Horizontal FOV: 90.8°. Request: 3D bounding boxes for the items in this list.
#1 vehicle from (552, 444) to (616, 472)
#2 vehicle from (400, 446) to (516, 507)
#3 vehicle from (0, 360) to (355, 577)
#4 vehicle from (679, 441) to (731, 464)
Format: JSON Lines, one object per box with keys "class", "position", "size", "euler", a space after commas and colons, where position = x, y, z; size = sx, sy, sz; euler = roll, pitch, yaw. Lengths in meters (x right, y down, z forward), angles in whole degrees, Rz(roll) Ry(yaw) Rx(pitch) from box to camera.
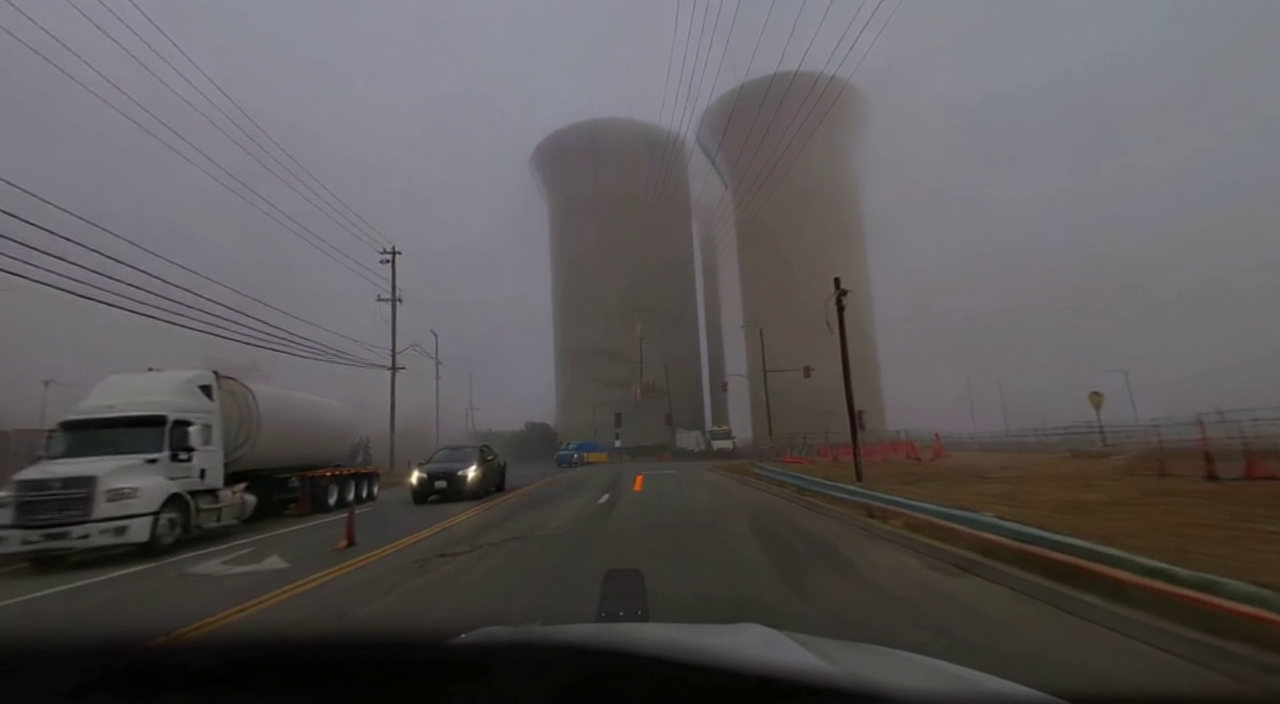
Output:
{"class": "vehicle", "position": [-3.436, 6.607, 39.664], "size": [1.944, 1.645, 4.701], "euler": [-5, -10, 24]}
{"class": "vehicle", "position": [-5.045, 3.490, 18.248], "size": [2.117, 1.484, 4.544], "euler": [-1, -9, -2]}
{"class": "vehicle", "position": [-8.987, 2.274, 13.175], "size": [2.905, 3.133, 7.675], "euler": [-1, -9, -4]}
{"class": "vehicle", "position": [4.443, 6.756, 42.690], "size": [2.053, 1.477, 4.218], "euler": [-6, -10, 27]}
